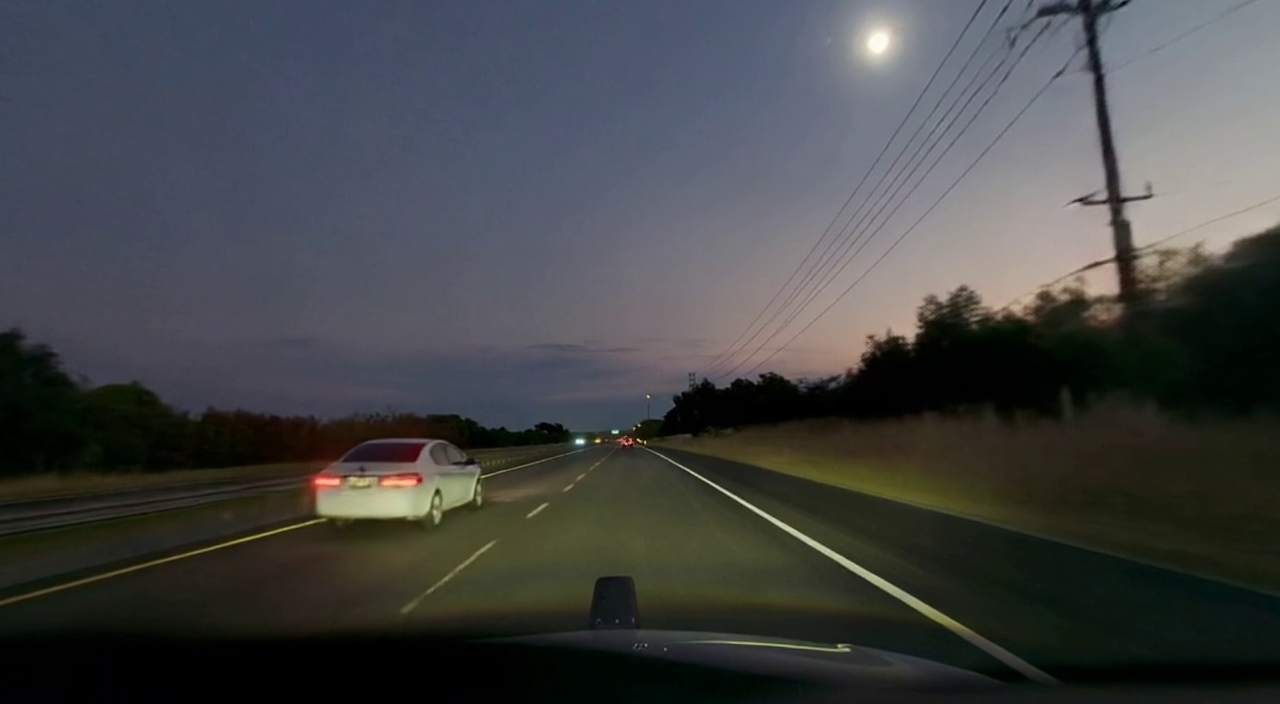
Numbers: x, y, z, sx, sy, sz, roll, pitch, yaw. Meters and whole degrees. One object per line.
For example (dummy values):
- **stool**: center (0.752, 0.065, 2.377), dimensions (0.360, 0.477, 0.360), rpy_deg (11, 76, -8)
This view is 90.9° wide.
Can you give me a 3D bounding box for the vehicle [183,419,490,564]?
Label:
- **vehicle**: center (-3.805, 1.810, 9.126), dimensions (2.150, 1.532, 4.671), rpy_deg (0, -8, 0)
